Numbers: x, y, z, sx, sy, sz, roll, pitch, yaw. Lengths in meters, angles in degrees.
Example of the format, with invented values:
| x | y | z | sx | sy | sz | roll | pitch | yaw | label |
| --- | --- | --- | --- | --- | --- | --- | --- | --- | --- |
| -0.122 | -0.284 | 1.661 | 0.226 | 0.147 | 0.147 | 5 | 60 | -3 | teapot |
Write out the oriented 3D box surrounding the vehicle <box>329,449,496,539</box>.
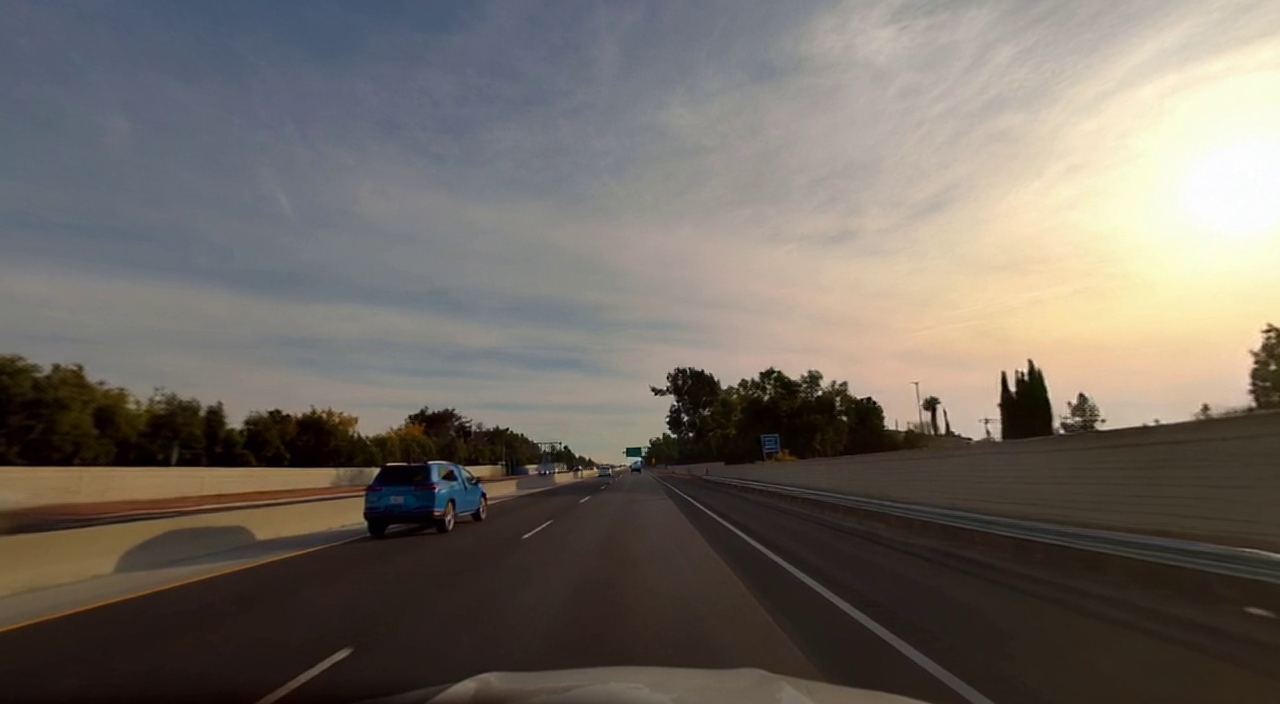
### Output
| x | y | z | sx | sy | sz | roll | pitch | yaw | label |
| --- | --- | --- | --- | --- | --- | --- | --- | --- | --- |
| -4.436 | 2.855 | 13.049 | 1.914 | 1.534 | 4.015 | 1 | -10 | 0 | vehicle |
